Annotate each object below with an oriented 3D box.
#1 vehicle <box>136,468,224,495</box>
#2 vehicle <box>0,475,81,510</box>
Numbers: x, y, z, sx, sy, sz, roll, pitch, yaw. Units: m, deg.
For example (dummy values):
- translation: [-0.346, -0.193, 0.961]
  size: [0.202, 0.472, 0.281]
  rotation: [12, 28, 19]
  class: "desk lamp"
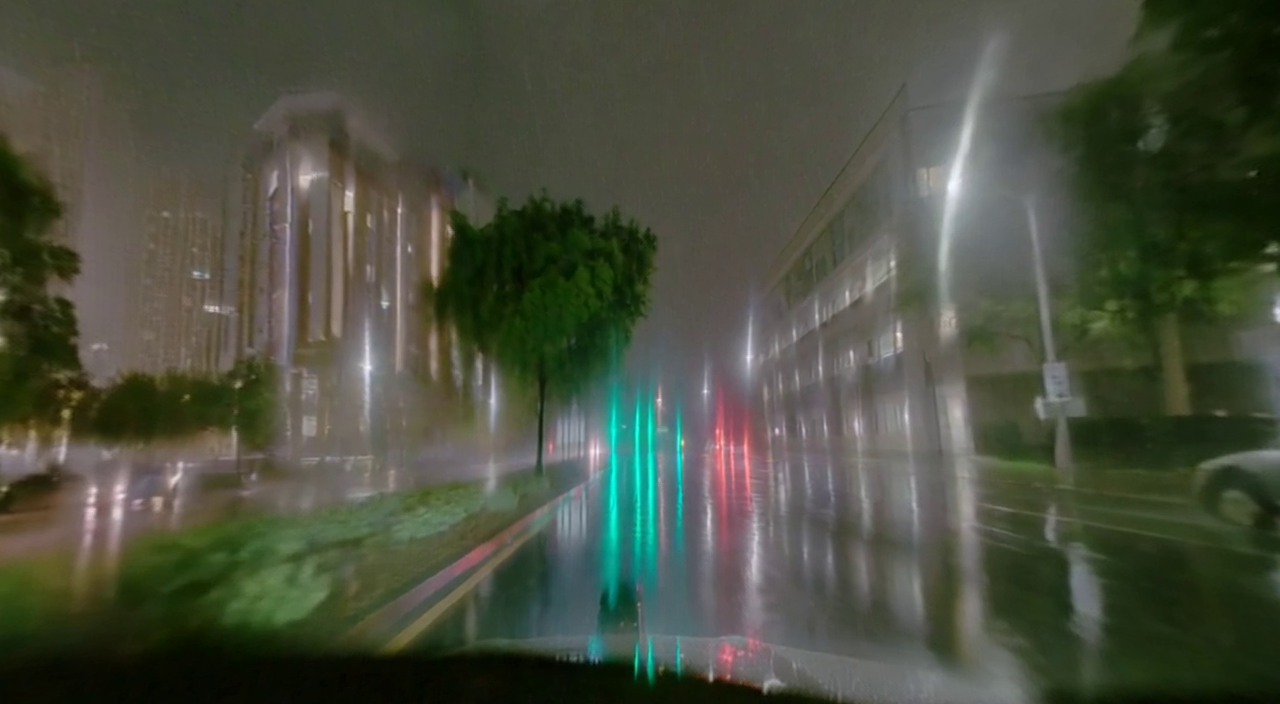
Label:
- translation: [-32.487, 9.115, 44.812]
  size: [1.807, 1.568, 4.997]
  rotation: [-4, -9, 13]
  class: "vehicle"
- translation: [-30.973, 6.893, 31.013]
  size: [4.646, 1.544, 2.187]
  rotation: [3, -9, -19]
  class: "vehicle"
